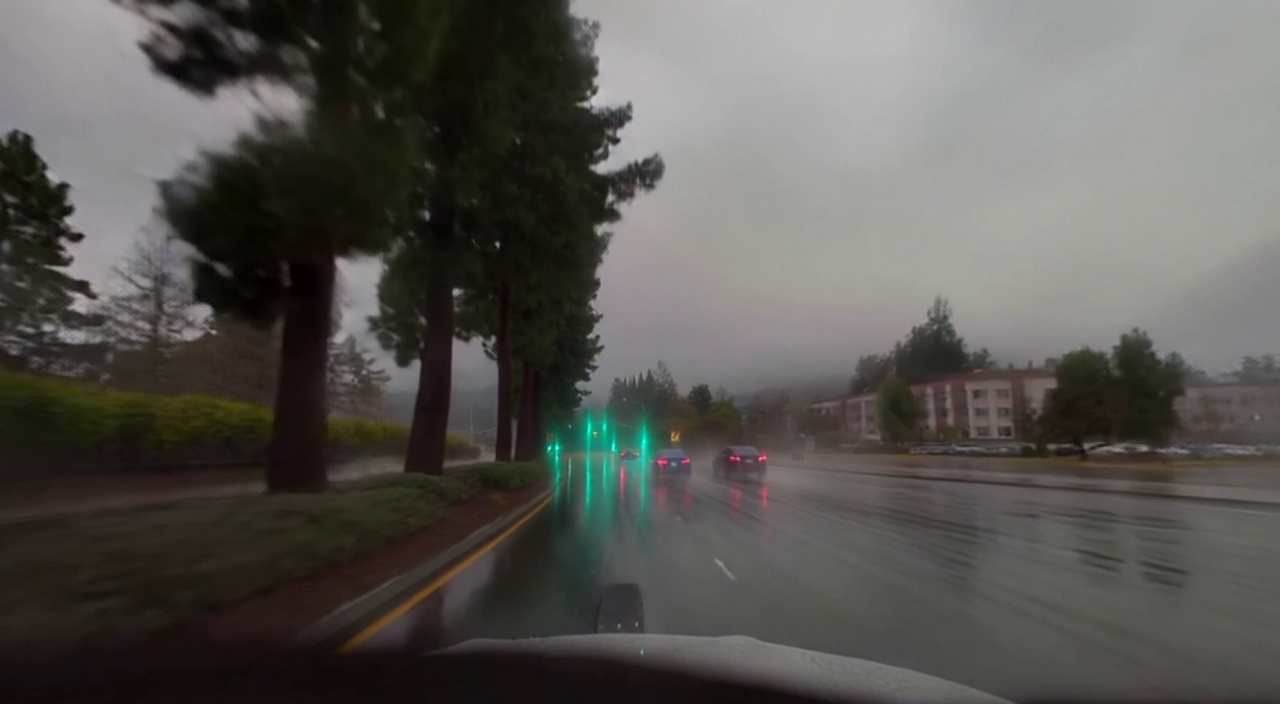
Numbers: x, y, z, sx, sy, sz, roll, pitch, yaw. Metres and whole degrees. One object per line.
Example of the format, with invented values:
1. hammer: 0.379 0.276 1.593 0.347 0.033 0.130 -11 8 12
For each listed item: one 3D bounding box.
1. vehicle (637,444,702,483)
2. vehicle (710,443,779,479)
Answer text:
1. vehicle: 1.133 4.590 26.090 2.077 1.464 4.134 1 -9 -6
2. vehicle: 4.619 4.905 28.492 1.901 1.474 4.363 1 -9 -6
